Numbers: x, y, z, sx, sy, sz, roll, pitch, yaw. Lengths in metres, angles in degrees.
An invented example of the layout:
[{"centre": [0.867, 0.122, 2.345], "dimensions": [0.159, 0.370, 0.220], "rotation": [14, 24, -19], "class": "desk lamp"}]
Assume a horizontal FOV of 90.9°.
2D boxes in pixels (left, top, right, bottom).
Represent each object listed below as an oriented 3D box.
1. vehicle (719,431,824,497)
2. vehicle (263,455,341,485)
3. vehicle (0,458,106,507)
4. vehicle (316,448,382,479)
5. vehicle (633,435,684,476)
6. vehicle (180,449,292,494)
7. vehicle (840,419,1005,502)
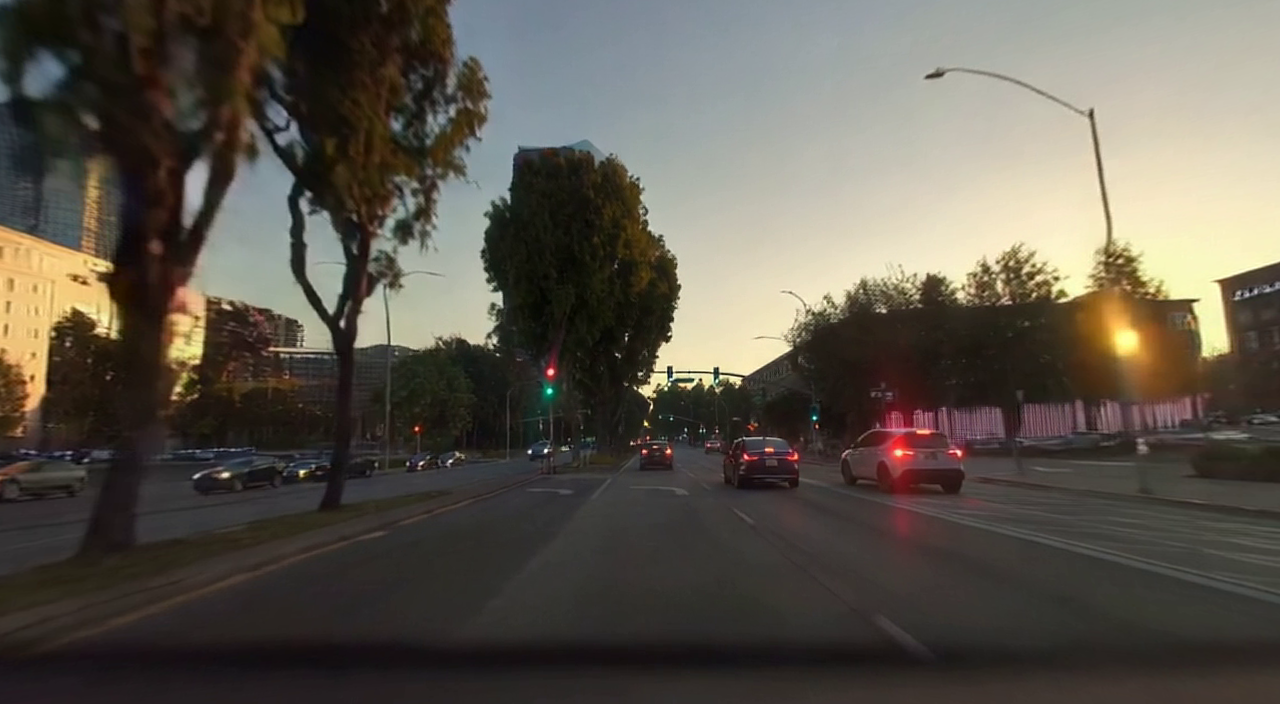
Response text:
[{"centre": [3.505, 3.066, 17.730], "dimensions": [1.931, 1.591, 4.708], "rotation": [0, -8, 0], "class": "vehicle"}, {"centre": [-18.061, 6.293, 33.936], "dimensions": [1.716, 1.412, 4.335], "rotation": [0, -8, 1], "class": "vehicle"}, {"centre": [-24.625, 5.379, 26.396], "dimensions": [2.076, 1.688, 4.635], "rotation": [3, -9, -24], "class": "vehicle"}, {"centre": [-17.909, 6.861, 39.053], "dimensions": [1.847, 1.730, 4.530], "rotation": [0, -8, 0], "class": "vehicle"}, {"centre": [0.745, 4.536, 27.992], "dimensions": [2.125, 1.669, 3.880], "rotation": [0, -8, 0], "class": "vehicle"}, {"centre": [-17.993, 5.306, 28.414], "dimensions": [1.954, 1.779, 4.635], "rotation": [0, -8, 0], "class": "vehicle"}, {"centre": [6.904, 2.704, 16.097], "dimensions": [1.963, 1.783, 4.722], "rotation": [0, -8, -1], "class": "vehicle"}]
